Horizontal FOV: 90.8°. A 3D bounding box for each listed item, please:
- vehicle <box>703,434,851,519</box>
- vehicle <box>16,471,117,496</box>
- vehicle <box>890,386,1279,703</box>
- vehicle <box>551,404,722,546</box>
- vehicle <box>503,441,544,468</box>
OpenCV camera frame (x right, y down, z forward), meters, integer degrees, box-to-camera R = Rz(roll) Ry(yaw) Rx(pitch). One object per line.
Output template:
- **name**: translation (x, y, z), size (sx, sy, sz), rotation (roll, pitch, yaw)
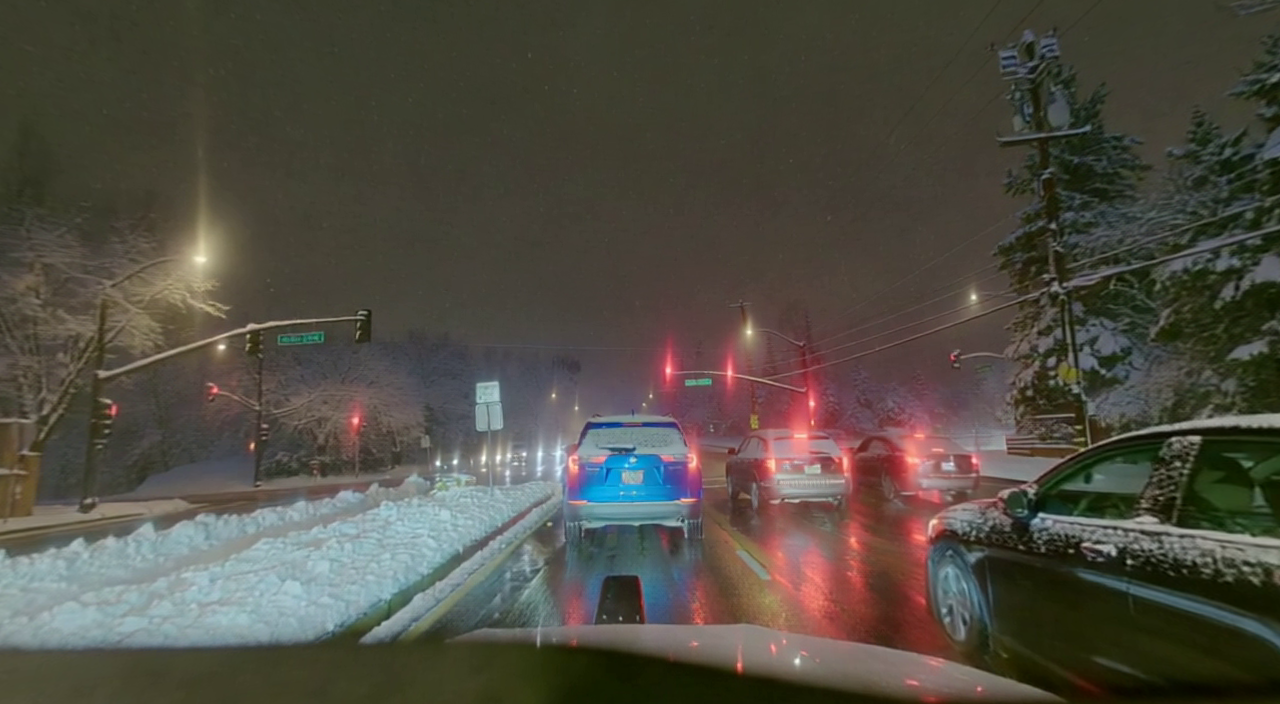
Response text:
- **vehicle**: translation (2.659, 2.544, 13.451), size (2.025, 1.477, 4.333), rotation (0, -9, -2)
- **vehicle**: translation (-38.332, 8.778, 42.321), size (4.569, 1.505, 1.992), rotation (0, -9, -5)
- **vehicle**: translation (2.729, 0.884, 2.098), size (2.004, 1.460, 4.297), rotation (0, -9, 0)
- **vehicle**: translation (-0.114, 1.976, 10.794), size (2.236, 1.856, 4.816), rotation (0, -9, -2)
- **vehicle**: translation (-8.802, 7.828, 48.249), size (2.184, 1.931, 4.921), rotation (0, -9, 0)
